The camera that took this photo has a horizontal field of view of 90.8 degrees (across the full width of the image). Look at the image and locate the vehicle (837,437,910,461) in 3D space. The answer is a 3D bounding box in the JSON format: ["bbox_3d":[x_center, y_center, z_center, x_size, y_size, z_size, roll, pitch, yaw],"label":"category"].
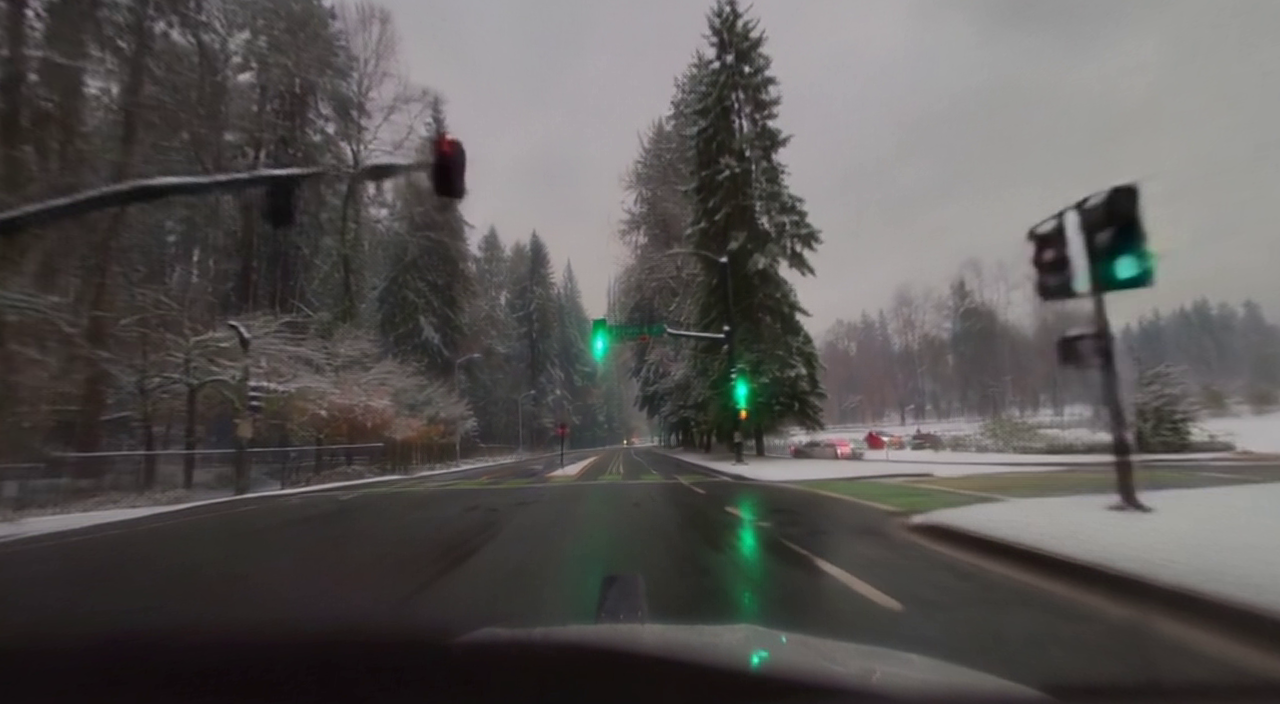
[{"bbox_3d":[14.666,6.110,39.801,3.914,1.415,1.626,0,-8,1],"label":"vehicle"}]
